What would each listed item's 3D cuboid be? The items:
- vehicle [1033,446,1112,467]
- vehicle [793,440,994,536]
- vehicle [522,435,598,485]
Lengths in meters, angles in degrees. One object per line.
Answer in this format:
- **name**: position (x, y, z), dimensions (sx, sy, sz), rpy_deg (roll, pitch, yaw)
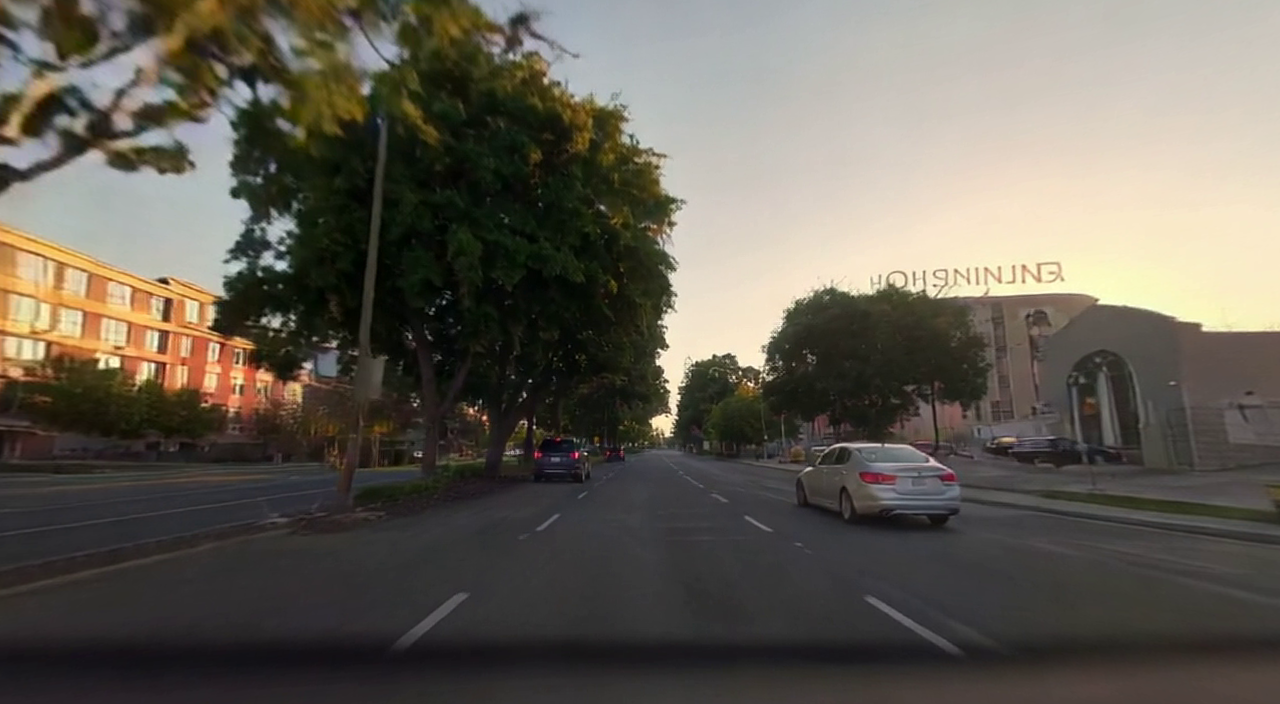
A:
- **vehicle**: position (31.700, 7.700, 46.395), dimensions (4.274, 1.448, 2.050), rpy_deg (0, -9, 1)
- **vehicle**: position (4.500, 2.453, 12.112), dimensions (1.960, 1.471, 4.378), rpy_deg (0, -9, -1)
- **vehicle**: position (-3.112, 4.346, 25.747), dimensions (2.305, 1.833, 4.912), rpy_deg (0, -9, 2)
